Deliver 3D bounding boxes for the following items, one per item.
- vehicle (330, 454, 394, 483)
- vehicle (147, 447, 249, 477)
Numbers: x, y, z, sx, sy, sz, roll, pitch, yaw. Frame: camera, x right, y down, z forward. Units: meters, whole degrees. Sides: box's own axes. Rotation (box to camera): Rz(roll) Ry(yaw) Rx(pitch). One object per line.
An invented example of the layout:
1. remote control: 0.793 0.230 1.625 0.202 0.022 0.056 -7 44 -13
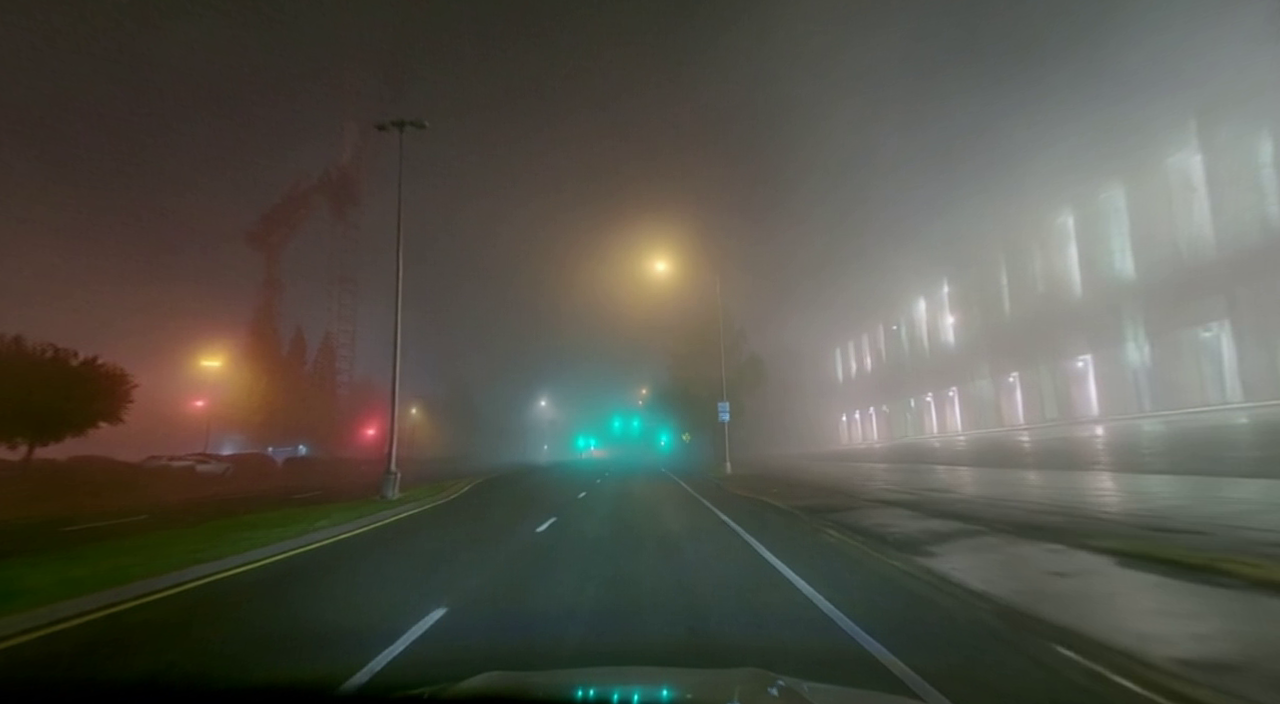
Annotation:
1. vehicle: -17.129 7.179 39.022 1.921 1.541 4.541 -1 -8 0
2. vehicle: -25.422 6.328 36.361 4.308 1.612 1.989 0 -9 -1
